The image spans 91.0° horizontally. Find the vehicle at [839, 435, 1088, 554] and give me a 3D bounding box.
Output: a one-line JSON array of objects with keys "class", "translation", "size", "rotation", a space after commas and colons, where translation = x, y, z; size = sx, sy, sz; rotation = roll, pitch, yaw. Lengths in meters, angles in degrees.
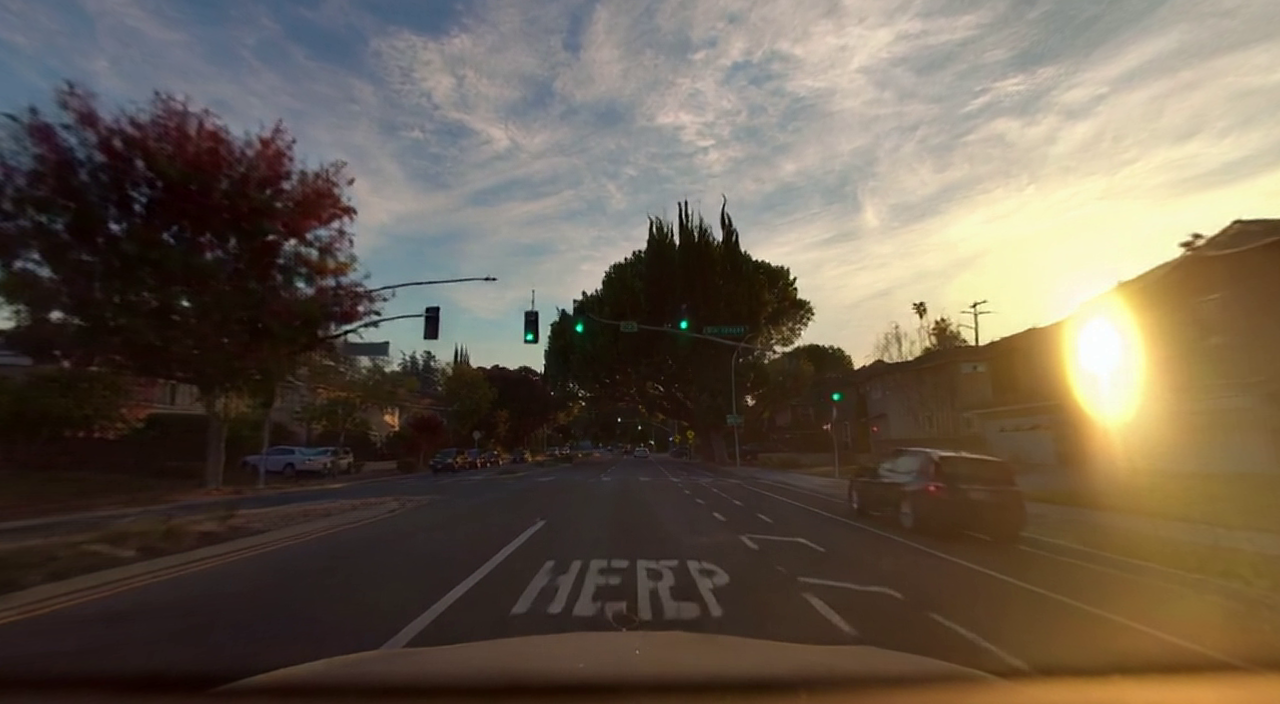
[{"class": "vehicle", "translation": [5.223, 2.330, 11.011], "size": [1.979, 1.637, 4.321], "rotation": [0, -9, -1]}]

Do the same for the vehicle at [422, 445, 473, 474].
[{"class": "vehicle", "translation": [-12.121, 6.806, 39.857], "size": [1.932, 1.673, 4.314], "rotation": [-1, -10, -1]}]

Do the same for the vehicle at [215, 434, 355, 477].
[{"class": "vehicle", "translation": [-17.846, 5.255, 31.867], "size": [5.656, 1.999, 2.307], "rotation": [-1, -10, 2]}]
